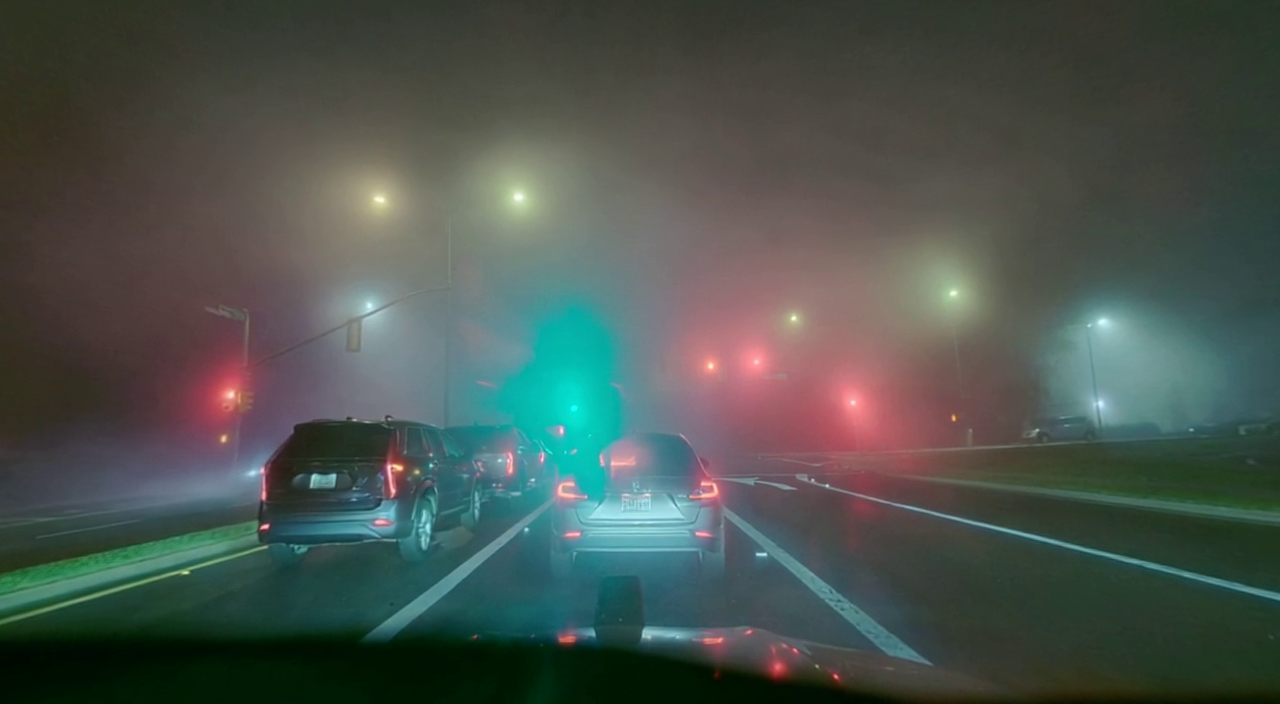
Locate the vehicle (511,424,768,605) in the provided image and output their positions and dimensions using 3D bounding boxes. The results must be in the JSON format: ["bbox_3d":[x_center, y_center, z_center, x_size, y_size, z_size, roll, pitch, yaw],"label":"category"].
[{"bbox_3d":[-0.057,1.642,7.298,2.126,1.475,3.967,0,-8,-2],"label":"vehicle"}]

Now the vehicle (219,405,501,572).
[{"bbox_3d":[-3.428,1.754,8.853,2.046,1.751,4.208,0,-8,-1],"label":"vehicle"}]
